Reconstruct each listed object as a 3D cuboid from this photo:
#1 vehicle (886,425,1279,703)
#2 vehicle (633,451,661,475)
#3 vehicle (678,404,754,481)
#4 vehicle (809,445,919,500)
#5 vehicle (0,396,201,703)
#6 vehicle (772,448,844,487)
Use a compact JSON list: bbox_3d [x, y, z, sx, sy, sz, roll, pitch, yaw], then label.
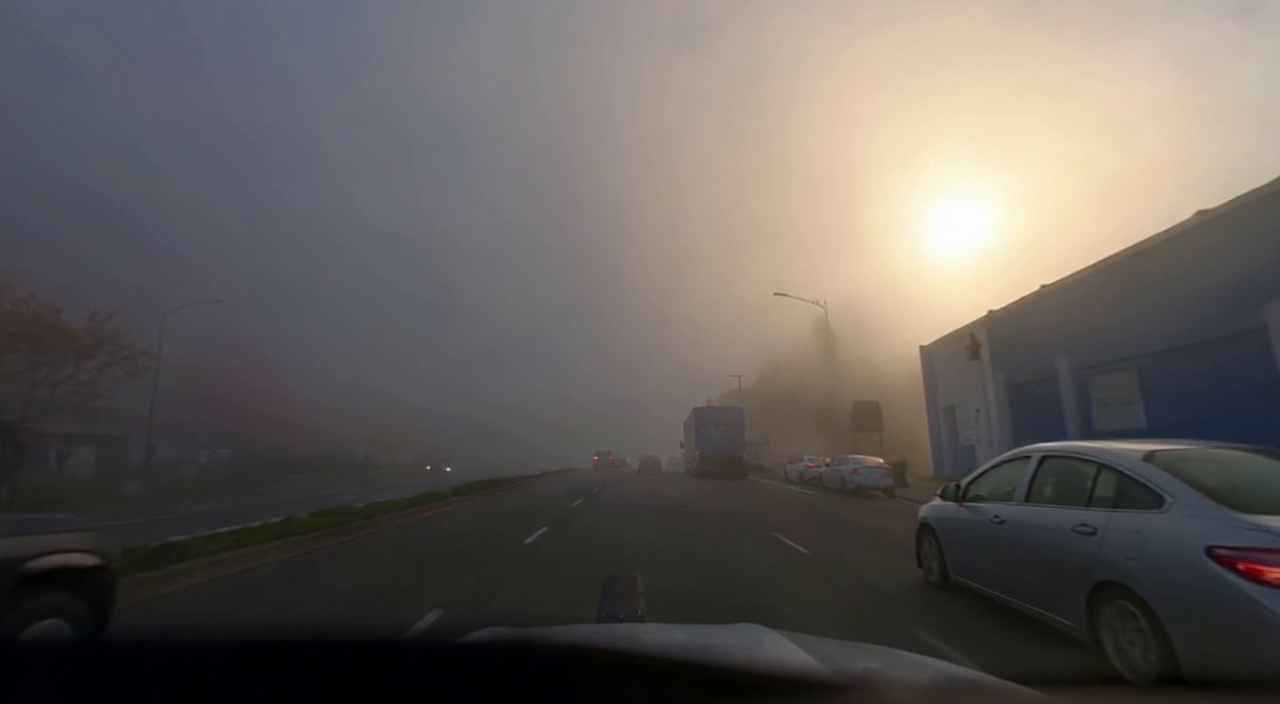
[{"bbox_3d":[3.757,1.320,4.533,1.915,1.449,4.970,0,-9,-1],"label":"vehicle"},{"bbox_3d":[0.470,7.807,44.427,1.846,1.528,4.348,0,-9,0],"label":"vehicle"},{"bbox_3d":[3.977,5.209,35.855,3.003,3.680,10.684,0,-9,0],"label":"vehicle"},{"bbox_3d":[7.049,3.996,20.411,1.889,1.417,4.759,-3,-14,1],"label":"vehicle"},{"bbox_3d":[-3.635,0.800,1.583,1.751,1.540,4.481,-1,-9,1],"label":"vehicle"},{"bbox_3d":[7.043,4.861,26.878,1.859,1.467,4.749,0,-9,1],"label":"vehicle"}]
